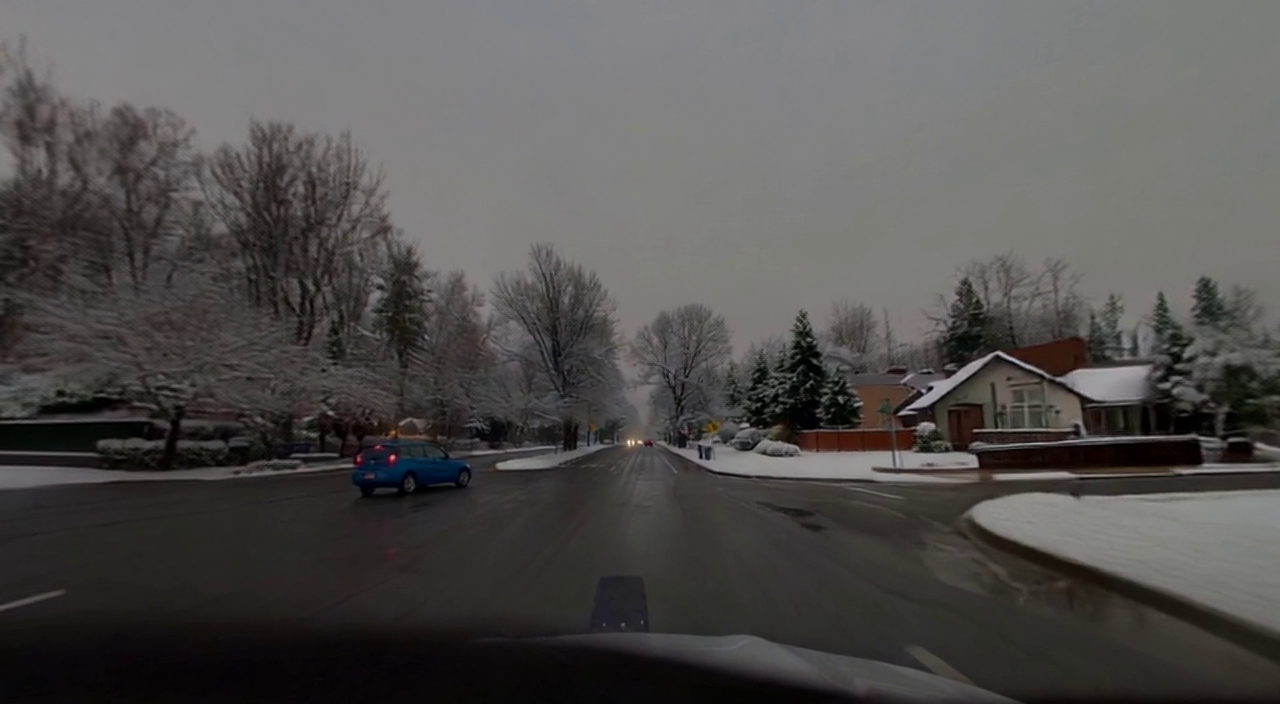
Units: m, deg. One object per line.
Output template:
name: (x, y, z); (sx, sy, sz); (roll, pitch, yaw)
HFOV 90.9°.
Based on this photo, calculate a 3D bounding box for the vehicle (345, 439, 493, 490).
vehicle: (-8.045, 4.104, 23.428); (2.170, 1.666, 4.788); (-6, -10, 33)
